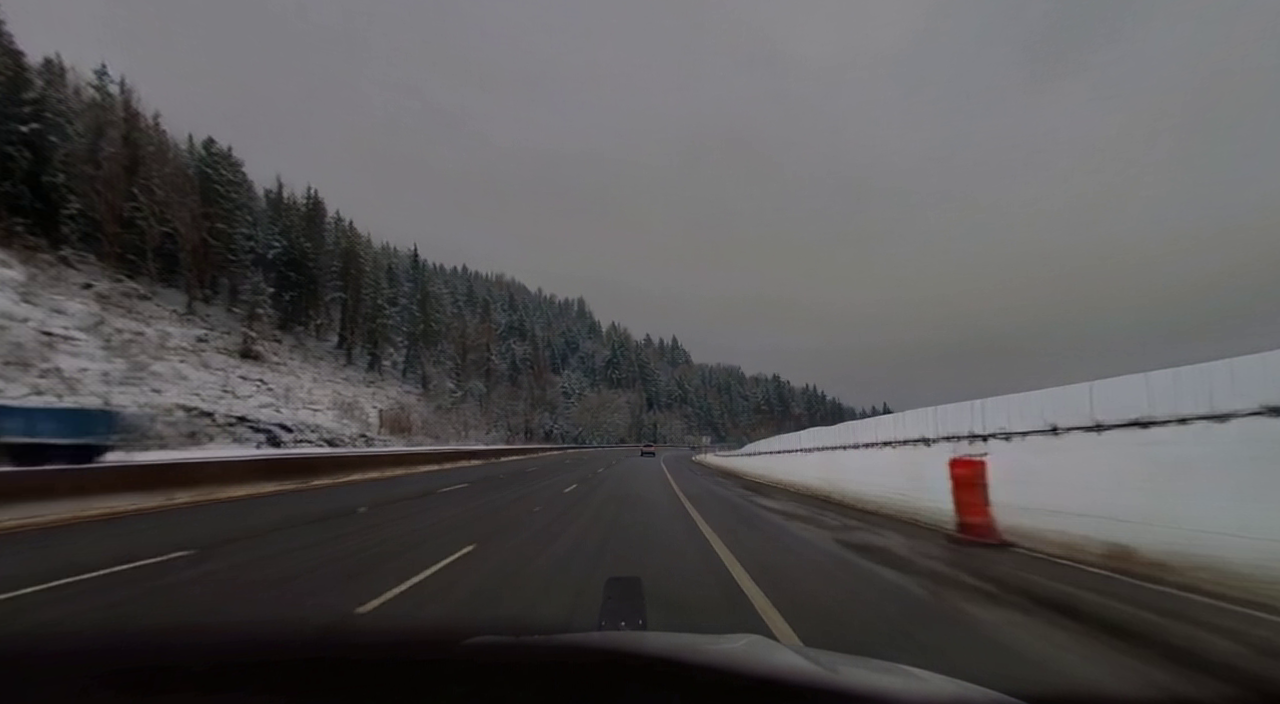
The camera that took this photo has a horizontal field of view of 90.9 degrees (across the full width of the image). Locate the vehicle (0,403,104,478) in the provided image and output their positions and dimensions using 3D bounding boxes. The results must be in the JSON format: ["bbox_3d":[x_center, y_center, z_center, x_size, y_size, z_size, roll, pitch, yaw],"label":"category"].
[{"bbox_3d":[-17.959,2.345,16.695,2.266,1.970,5.815,0,-9,2],"label":"vehicle"}]
